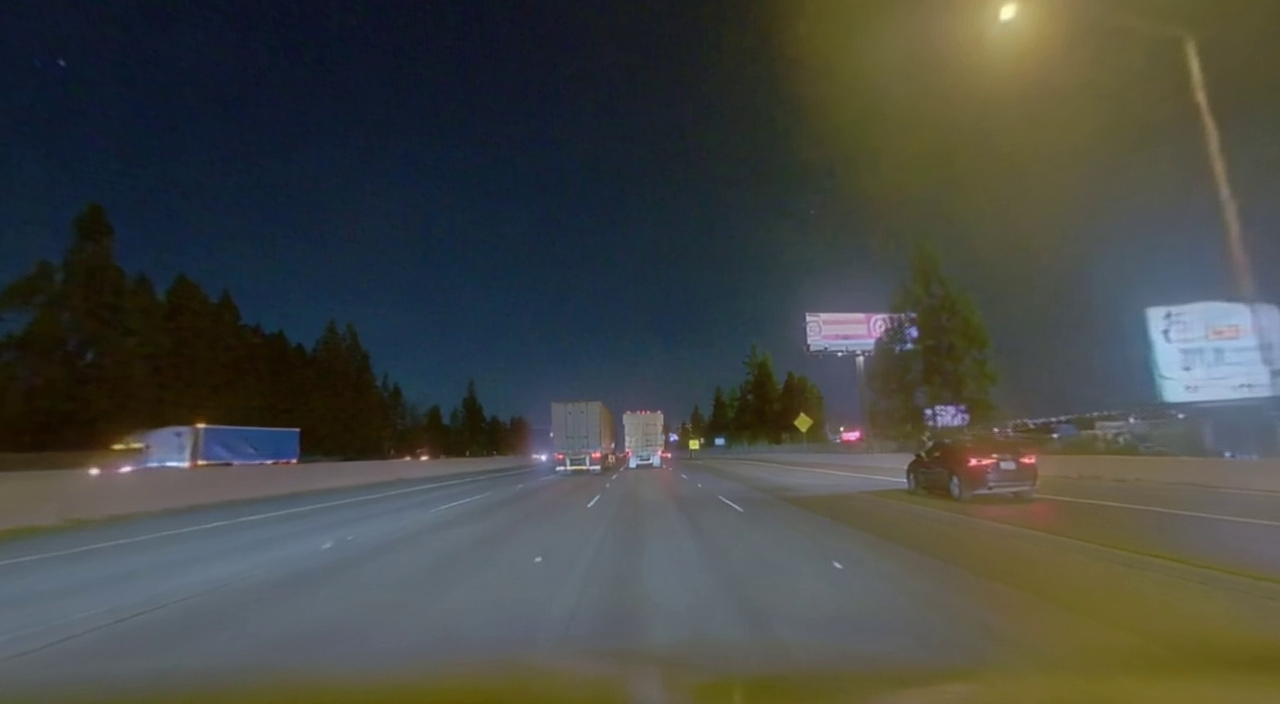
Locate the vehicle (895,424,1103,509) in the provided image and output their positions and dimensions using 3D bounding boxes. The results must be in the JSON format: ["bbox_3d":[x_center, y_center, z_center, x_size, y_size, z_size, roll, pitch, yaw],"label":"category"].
[{"bbox_3d":[7.612,2.470,14.032,1.969,1.560,4.394,0,-8,-1],"label":"vehicle"}]

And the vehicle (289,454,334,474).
[{"bbox_3d":[-25.347,8.636,48.770,1.526,1.405,3.436,-1,-8,2],"label":"vehicle"}]

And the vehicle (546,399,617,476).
[{"bbox_3d":[-3.232,5.292,38.529,2.962,3.947,11.574,-1,-8,1],"label":"vehicle"}]

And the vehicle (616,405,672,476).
[{"bbox_3d":[0.204,5.690,41.434,3.054,3.944,11.230,-2,-7,0],"label":"vehicle"}]

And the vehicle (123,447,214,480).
[{"bbox_3d":[-32.086,7.587,43.149,2.106,2.068,5.160,-1,-8,2],"label":"vehicle"}]

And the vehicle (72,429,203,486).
[{"bbox_3d":[-35.971,7.544,45.630,3.034,3.749,7.583,-1,-8,0],"label":"vehicle"}]
